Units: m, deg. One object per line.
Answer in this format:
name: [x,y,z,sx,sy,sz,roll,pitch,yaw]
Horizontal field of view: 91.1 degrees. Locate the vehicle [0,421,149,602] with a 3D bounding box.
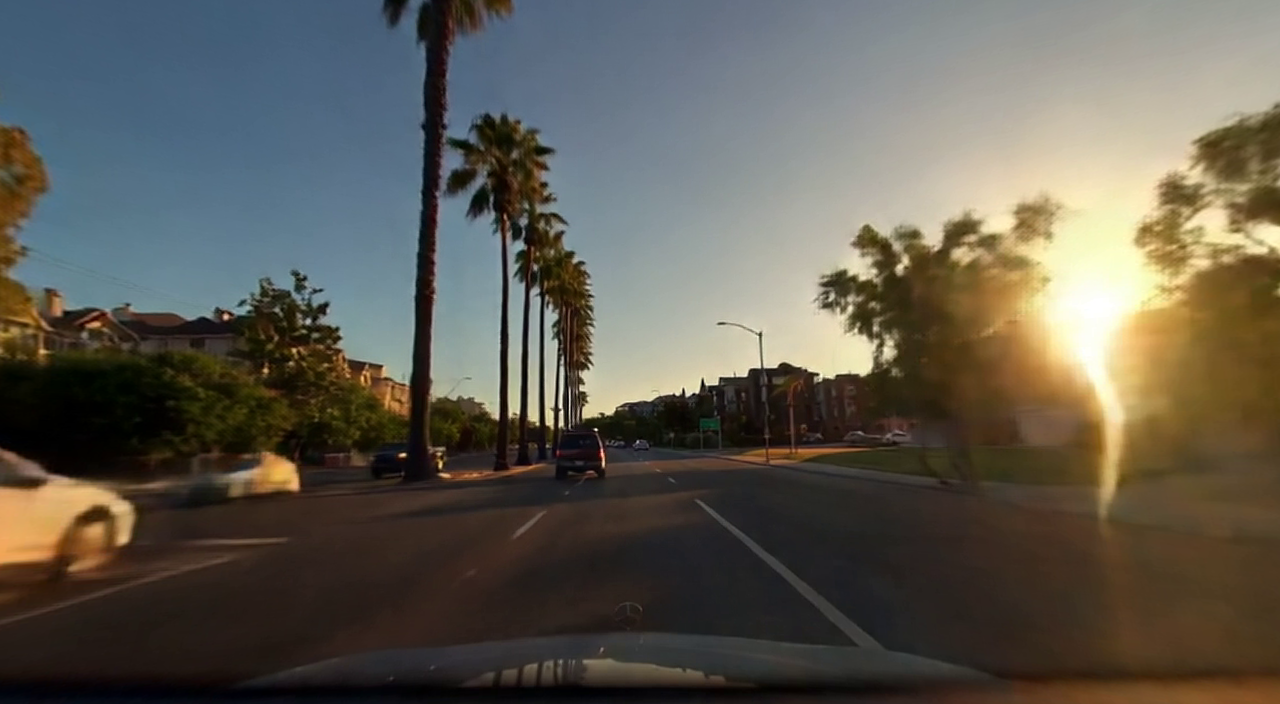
vehicle: [-6.647,1.326,5.008,2.016,1.576,4.215,0,-9,0]

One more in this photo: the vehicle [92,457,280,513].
vehicle: [-12.229,3.587,17.364,1.975,1.248,4.394,0,-8,-1]

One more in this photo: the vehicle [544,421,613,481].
vehicle: [-2.502,4.080,26.106,2.507,2.161,6.049,1,-9,-5]

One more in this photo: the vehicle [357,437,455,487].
vehicle: [-8.824,4.170,24.146,2.114,1.698,4.415,0,-9,-1]
